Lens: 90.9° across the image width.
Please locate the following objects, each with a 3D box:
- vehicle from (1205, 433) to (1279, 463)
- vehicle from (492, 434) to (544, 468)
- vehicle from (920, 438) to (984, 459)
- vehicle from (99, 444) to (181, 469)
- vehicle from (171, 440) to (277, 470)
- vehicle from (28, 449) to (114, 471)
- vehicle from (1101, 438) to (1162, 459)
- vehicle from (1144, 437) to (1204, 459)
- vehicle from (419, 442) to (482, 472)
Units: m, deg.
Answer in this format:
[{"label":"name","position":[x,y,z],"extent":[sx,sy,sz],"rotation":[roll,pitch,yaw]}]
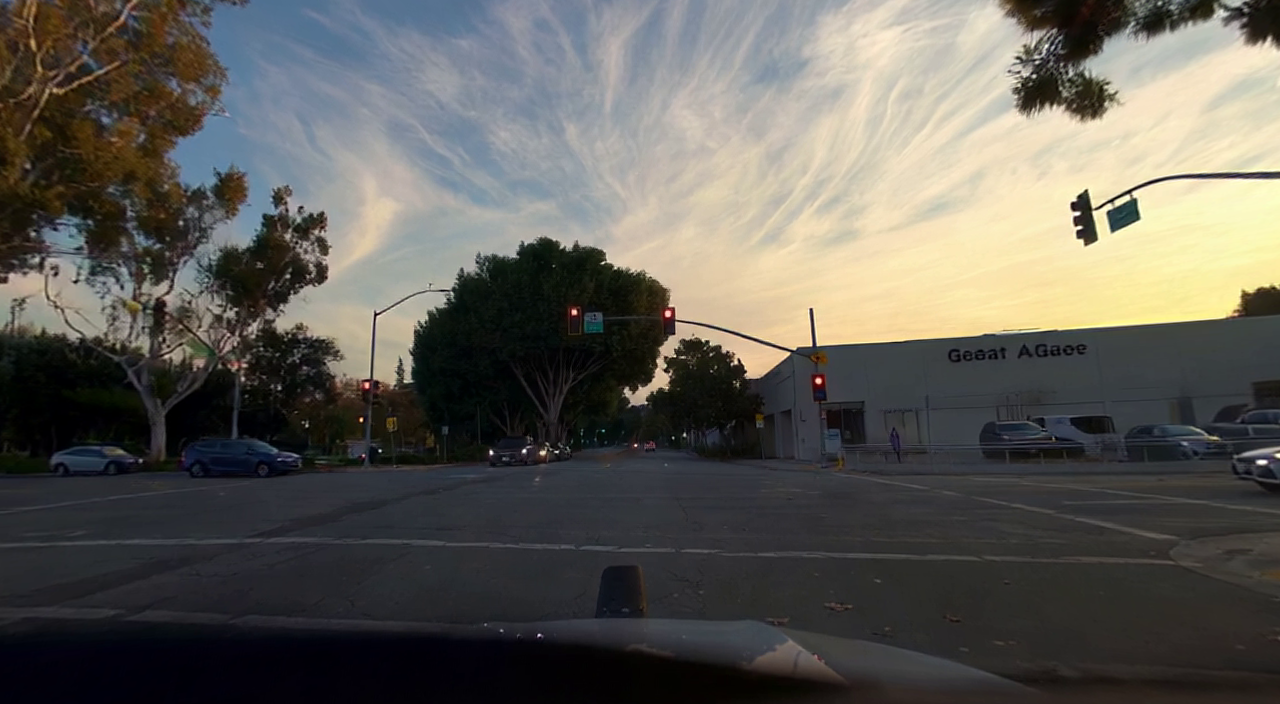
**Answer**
[{"label":"vehicle","position":[30.445,4.792,31.635],"extent":[1.631,1.418,3.531],"rotation":[-2,-9,17]},{"label":"vehicle","position":[-7.157,5.855,37.445],"extent":[2.081,1.818,4.782],"rotation":[0,-8,1]},{"label":"vehicle","position":[21.477,6.650,43.379],"extent":[3.576,1.425,1.702],"rotation":[2,-9,-13]},{"label":"vehicle","position":[-38.660,8.066,48.833],"extent":[4.516,1.834,2.016],"rotation":[0,-8,-1]},{"label":"vehicle","position":[-24.548,6.071,37.320],"extent":[4.844,1.690,2.028],"rotation":[0,-8,2]},{"label":"vehicle","position":[-39.150,7.454,43.425],"extent":[4.144,1.446,1.769],"rotation":[0,-8,0]},{"label":"vehicle","position":[38.497,7.543,49.496],"extent":[1.837,1.514,4.786],"rotation":[-2,-9,13]},{"label":"vehicle","position":[41.253,7.449,48.771],"extent":[1.767,1.456,4.191],"rotation":[-5,-12,15]},{"label":"vehicle","position":[-10.636,5.902,35.707],"extent":[2.041,1.548,4.868],"rotation":[0,-8,0]}]
